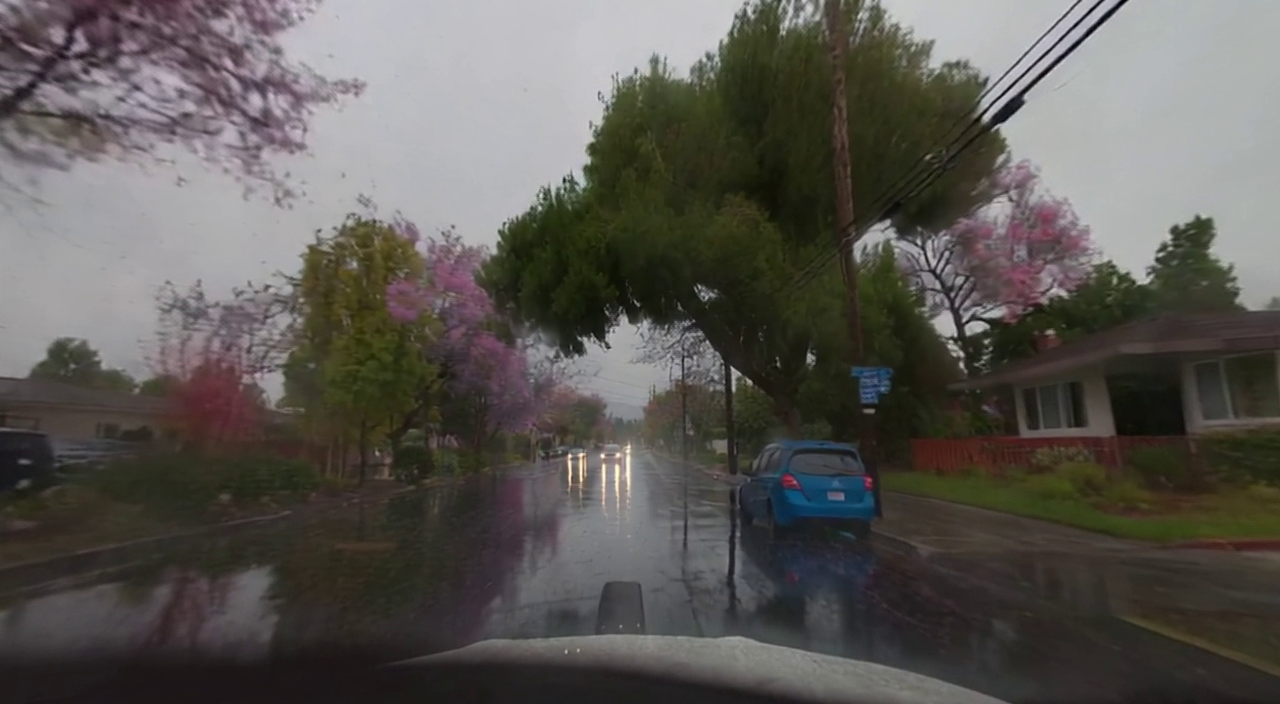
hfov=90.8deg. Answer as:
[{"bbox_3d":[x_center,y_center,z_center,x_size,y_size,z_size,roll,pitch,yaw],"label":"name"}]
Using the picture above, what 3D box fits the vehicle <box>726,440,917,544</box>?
[{"bbox_3d":[2.878,2.312,11.214,2.022,1.455,4.406,0,-8,-1],"label":"vehicle"}]
